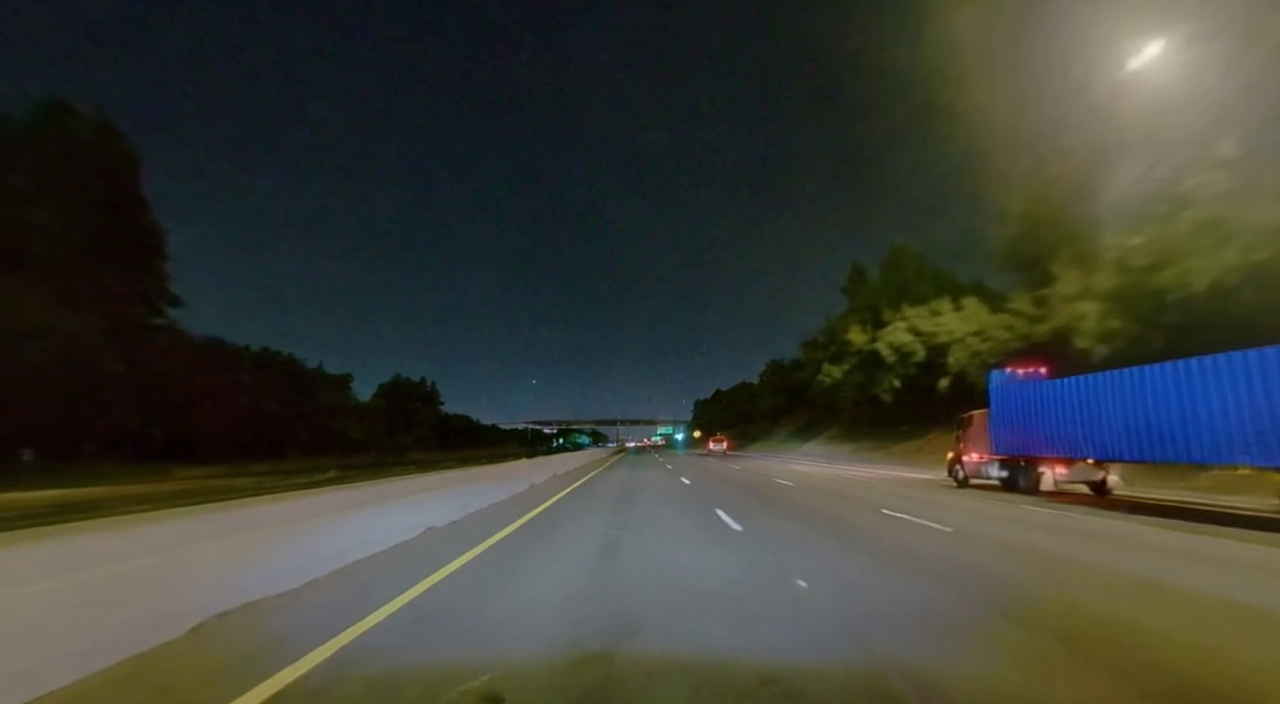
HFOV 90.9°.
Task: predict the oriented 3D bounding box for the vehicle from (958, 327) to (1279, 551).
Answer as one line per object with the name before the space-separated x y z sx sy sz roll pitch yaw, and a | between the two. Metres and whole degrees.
vehicle | 10.742 1.774 12.682 2.960 3.207 10.950 0 -8 0
